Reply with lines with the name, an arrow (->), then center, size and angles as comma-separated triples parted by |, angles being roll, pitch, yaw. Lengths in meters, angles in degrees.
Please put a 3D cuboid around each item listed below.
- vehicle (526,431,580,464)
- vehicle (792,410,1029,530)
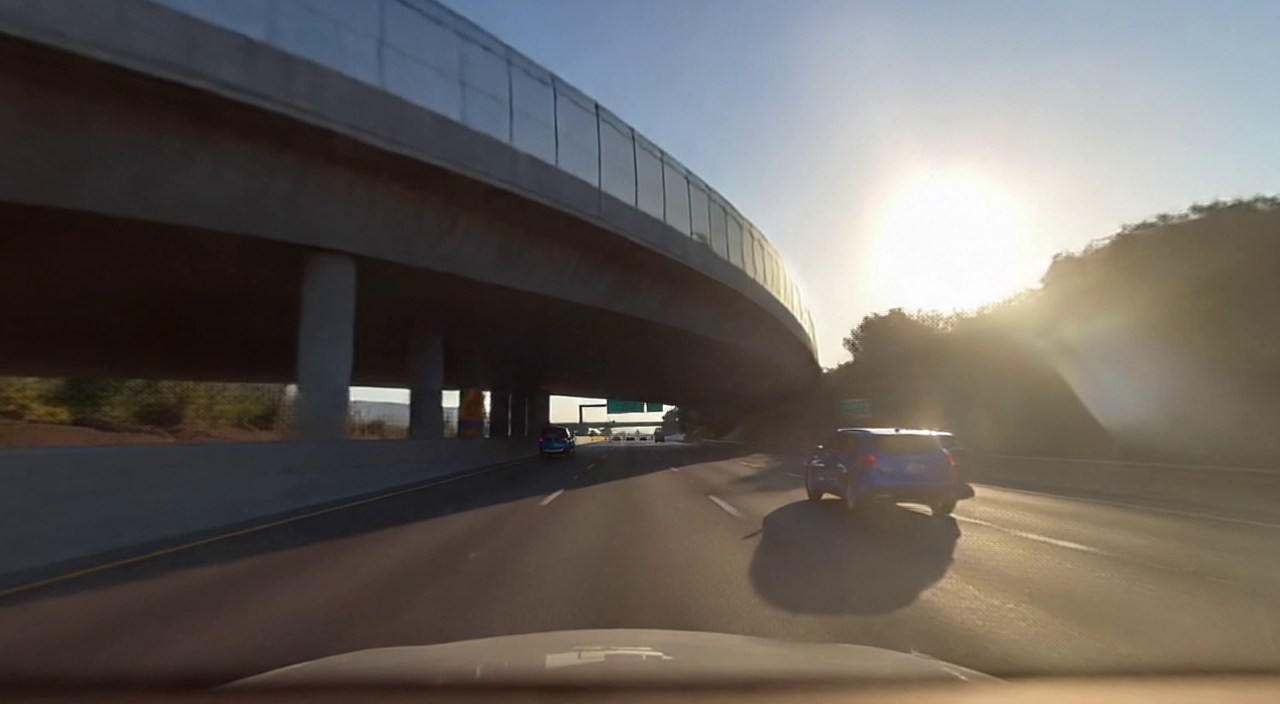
vehicle -> -4.070, 4.525, 30.043 | 2.032, 1.465, 4.316 | 0, -8, -1
vehicle -> 4.099, 1.845, 10.427 | 2.011, 1.576, 4.060 | 0, -8, -2
